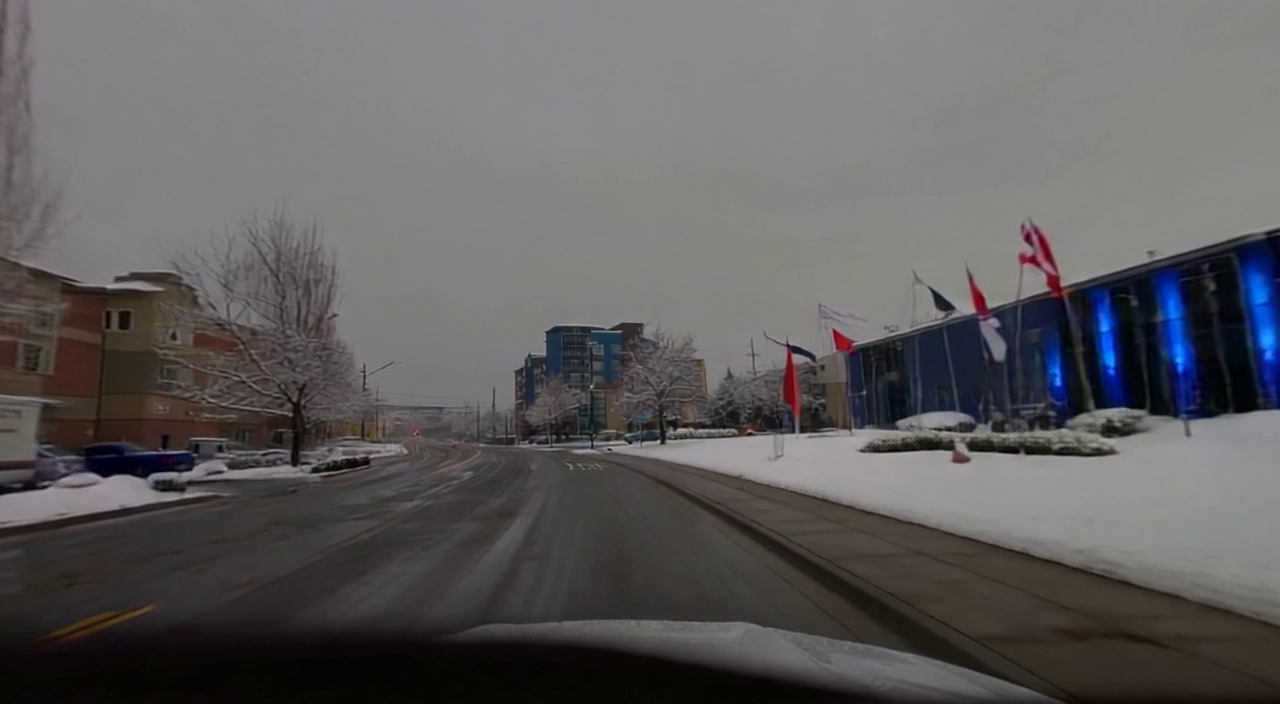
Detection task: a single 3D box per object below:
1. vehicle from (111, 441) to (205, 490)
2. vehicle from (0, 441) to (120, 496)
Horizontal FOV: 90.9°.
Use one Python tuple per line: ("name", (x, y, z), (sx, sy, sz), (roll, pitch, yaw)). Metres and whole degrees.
("vehicle", (-17.078, 3.973, 22.464), (1.778, 1.584, 2.802), (2, -8, -19))
("vehicle", (-19.782, 3.913, 21.612), (1.907, 1.642, 4.020), (3, -9, -25))
